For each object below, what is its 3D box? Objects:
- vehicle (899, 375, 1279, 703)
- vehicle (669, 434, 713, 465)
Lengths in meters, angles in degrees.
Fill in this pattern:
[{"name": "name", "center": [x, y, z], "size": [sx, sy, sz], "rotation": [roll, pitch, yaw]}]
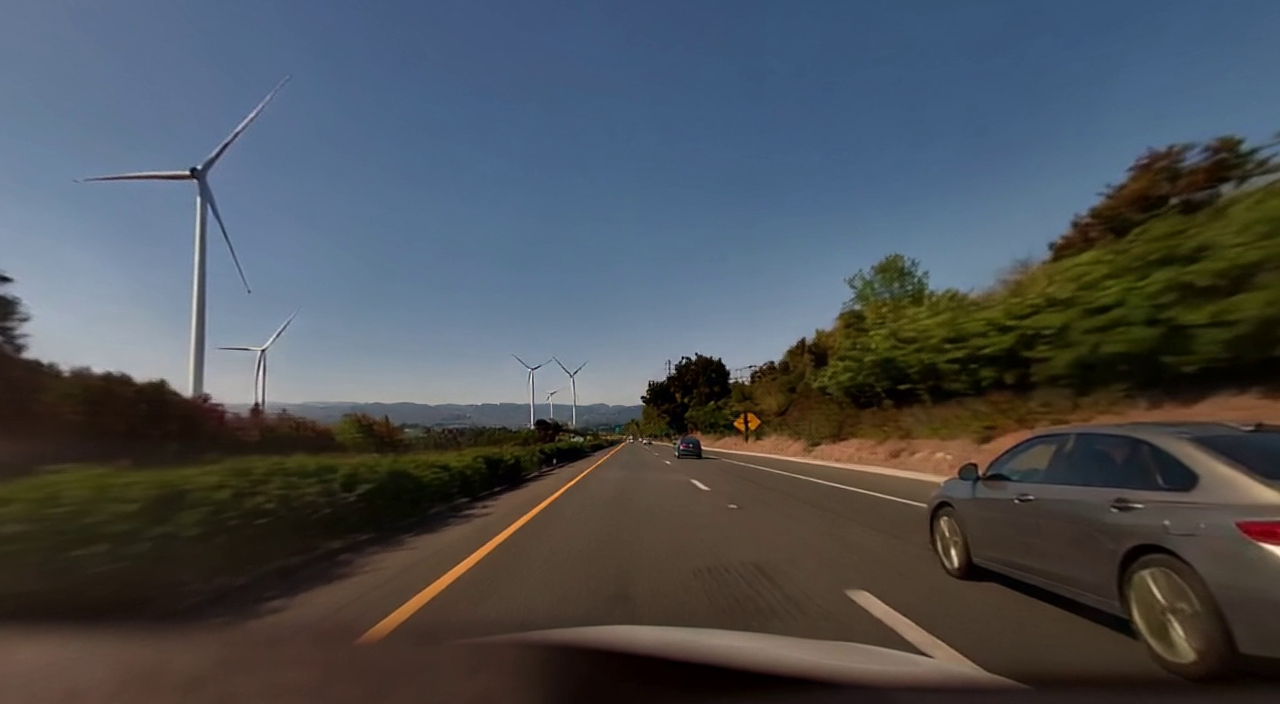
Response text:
[{"name": "vehicle", "center": [3.696, 1.117, 4.161], "size": [2.038, 1.624, 4.312], "rotation": [0, -8, -1]}, {"name": "vehicle", "center": [2.893, 5.632, 36.630], "size": [2.066, 1.661, 4.500], "rotation": [0, -8, -2]}]
